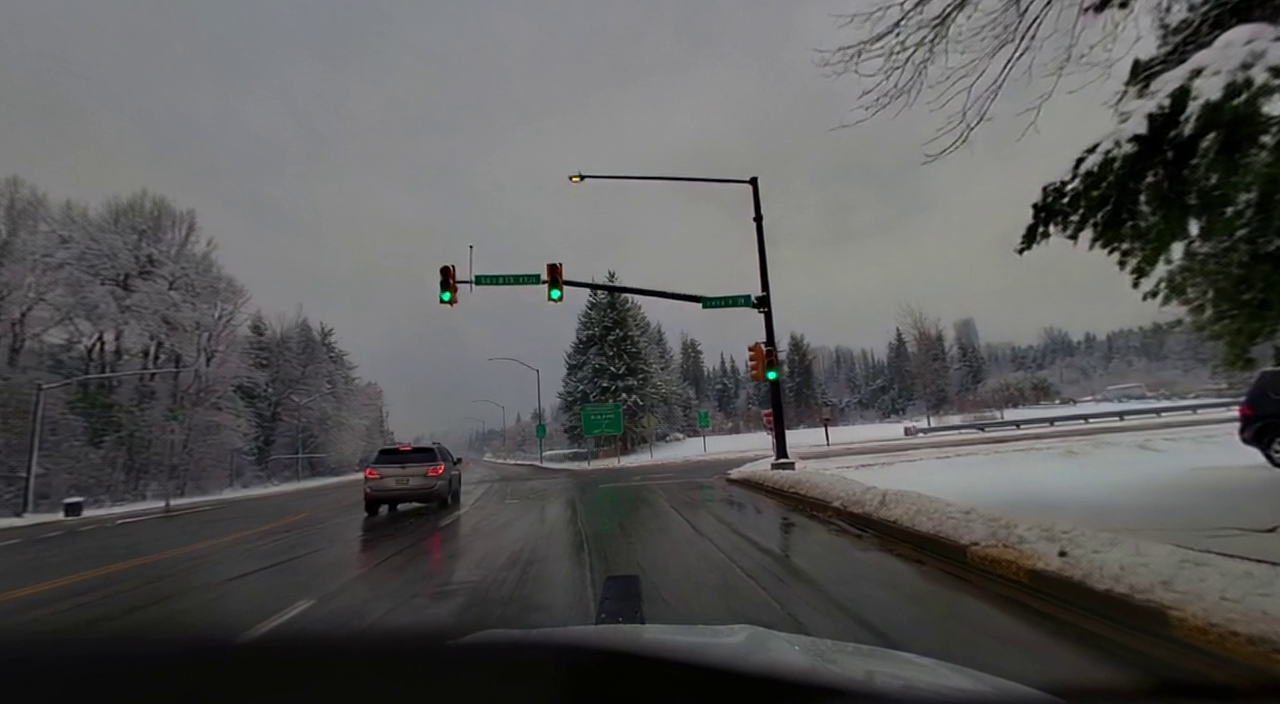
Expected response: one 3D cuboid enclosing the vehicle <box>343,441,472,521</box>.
[{"bbox_3d":[-5.652,3.141,16.056,2.134,1.707,4.471,1,-9,-8],"label":"vehicle"}]
